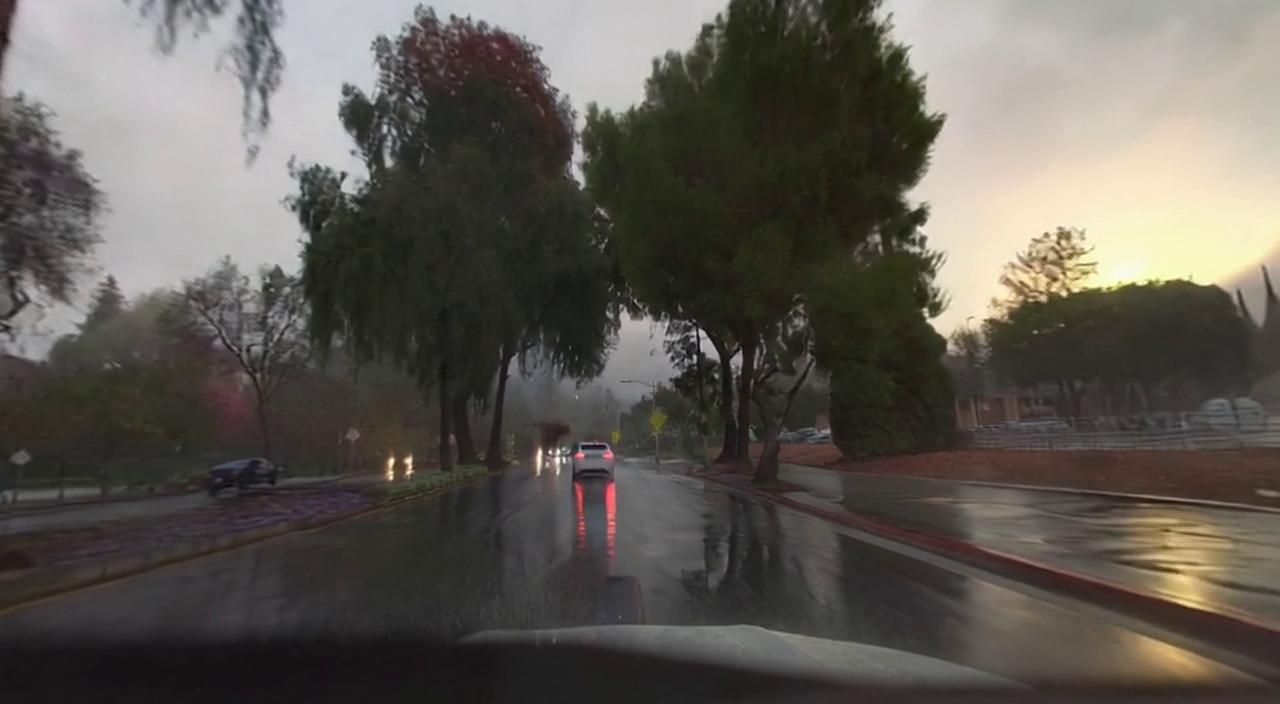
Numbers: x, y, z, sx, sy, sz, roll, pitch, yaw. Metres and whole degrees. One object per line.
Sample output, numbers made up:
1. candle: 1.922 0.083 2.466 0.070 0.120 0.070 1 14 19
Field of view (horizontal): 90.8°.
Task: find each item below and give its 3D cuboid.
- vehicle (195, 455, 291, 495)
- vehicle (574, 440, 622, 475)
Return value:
1. vehicle: -20.716 6.387 33.305 2.109 1.858 5.253 0 -9 -6
2. vehicle: -1.954 4.999 30.038 2.142 1.501 4.273 0 -9 -3
